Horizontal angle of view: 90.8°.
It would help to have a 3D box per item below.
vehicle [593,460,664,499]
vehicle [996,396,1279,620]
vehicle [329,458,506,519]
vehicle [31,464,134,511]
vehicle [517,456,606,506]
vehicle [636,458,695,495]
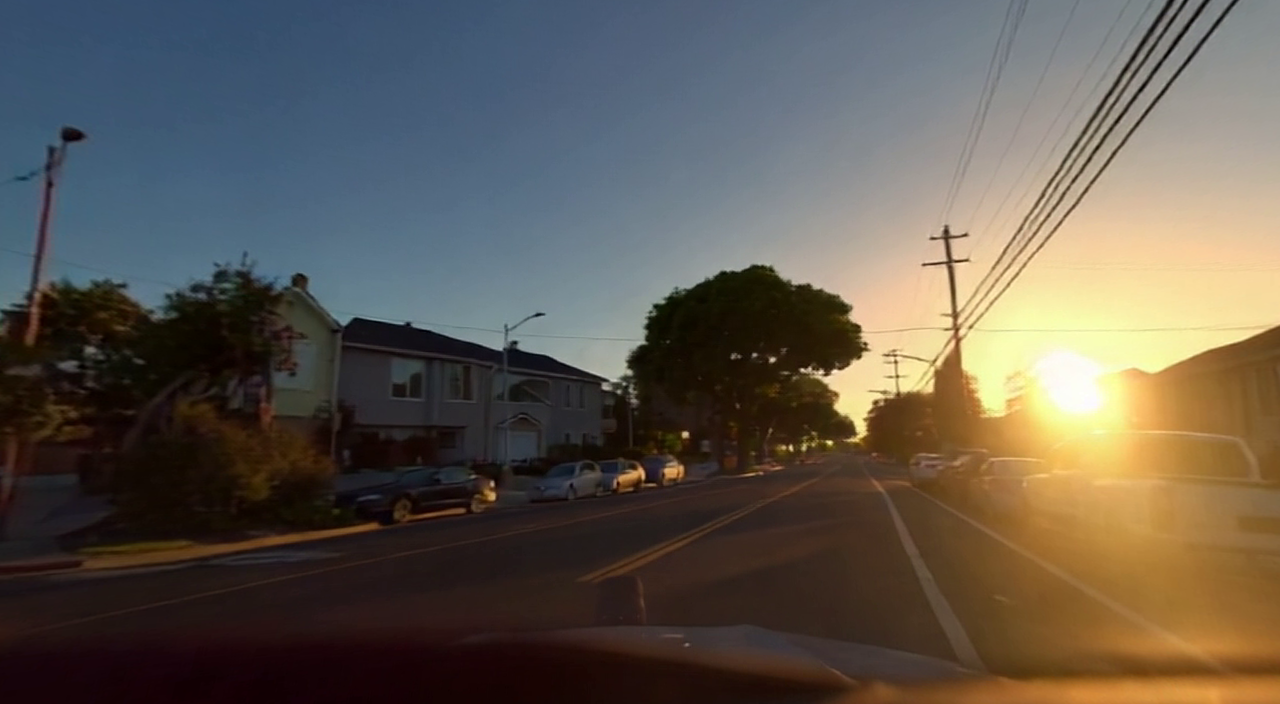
[{"bbox_3d":[-0.509,6.914,34.723,2.089,1.837,5.499,-3,-9,19],"label":"vehicle"},{"bbox_3d":[6.382,1.694,7.971,2.199,1.885,5.461,-3,-9,19],"label":"vehicle"},{"bbox_3d":[-6.362,4.014,18.872,2.136,1.431,5.197,-8,-13,19],"label":"vehicle"},{"bbox_3d":[-23.544,5.675,26.887,1.989,1.683,3.918,3,-9,-22],"label":"vehicle"},{"bbox_3d":[-3.218,5.417,26.989,1.937,1.837,4.414,-3,-9,20],"label":"vehicle"},{"bbox_3d":[1.733,7.864,40.308,2.282,2.060,5.738,-3,-9,18],"label":"vehicle"}]
